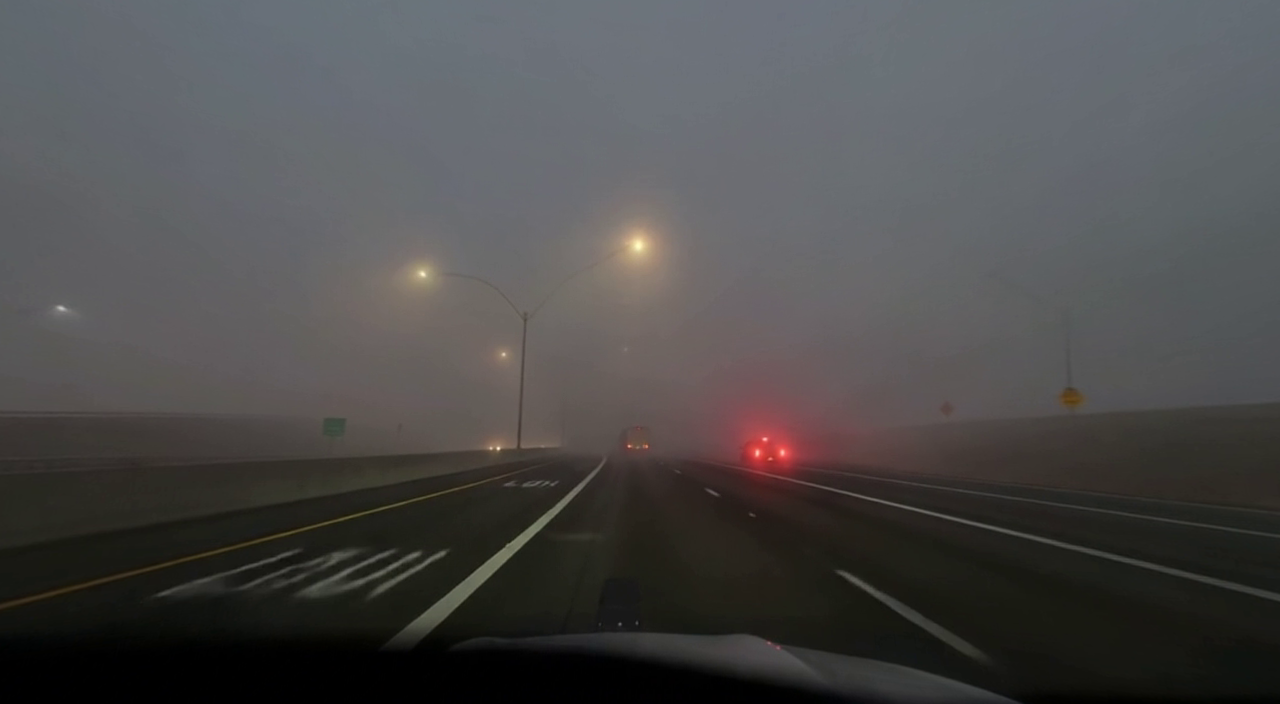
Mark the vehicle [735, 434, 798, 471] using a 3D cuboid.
[{"bbox_3d":[6.303,5.090,32.056,2.104,1.723,4.538,0,-8,-2],"label":"vehicle"}]
